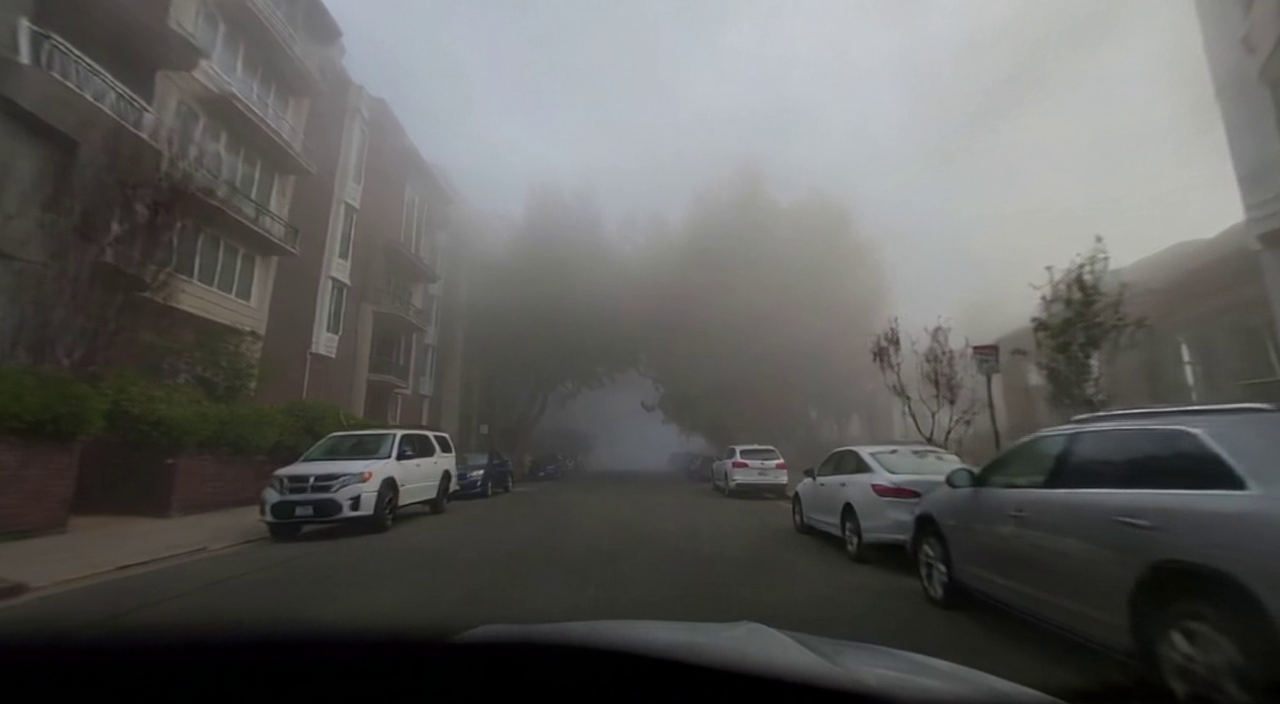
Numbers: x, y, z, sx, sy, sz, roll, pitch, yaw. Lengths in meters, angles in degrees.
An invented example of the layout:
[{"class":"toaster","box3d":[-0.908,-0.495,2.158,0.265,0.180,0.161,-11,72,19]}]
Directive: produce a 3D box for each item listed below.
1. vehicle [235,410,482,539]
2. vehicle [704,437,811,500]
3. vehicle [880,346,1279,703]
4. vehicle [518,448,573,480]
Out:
[{"class":"vehicle","box3d":[-5.564,2.557,13.776,2.596,2.152,5.689,-1,-9,2]},{"class":"vehicle","box3d":[3.946,4.054,22.626,2.473,1.895,6.050,0,-8,-2]},{"class":"vehicle","box3d":[3.592,1.105,3.968,2.216,1.790,5.077,0,-8,1]},{"class":"vehicle","box3d":[-5.446,6.518,37.176,2.222,1.735,5.215,-1,-8,2]}]
